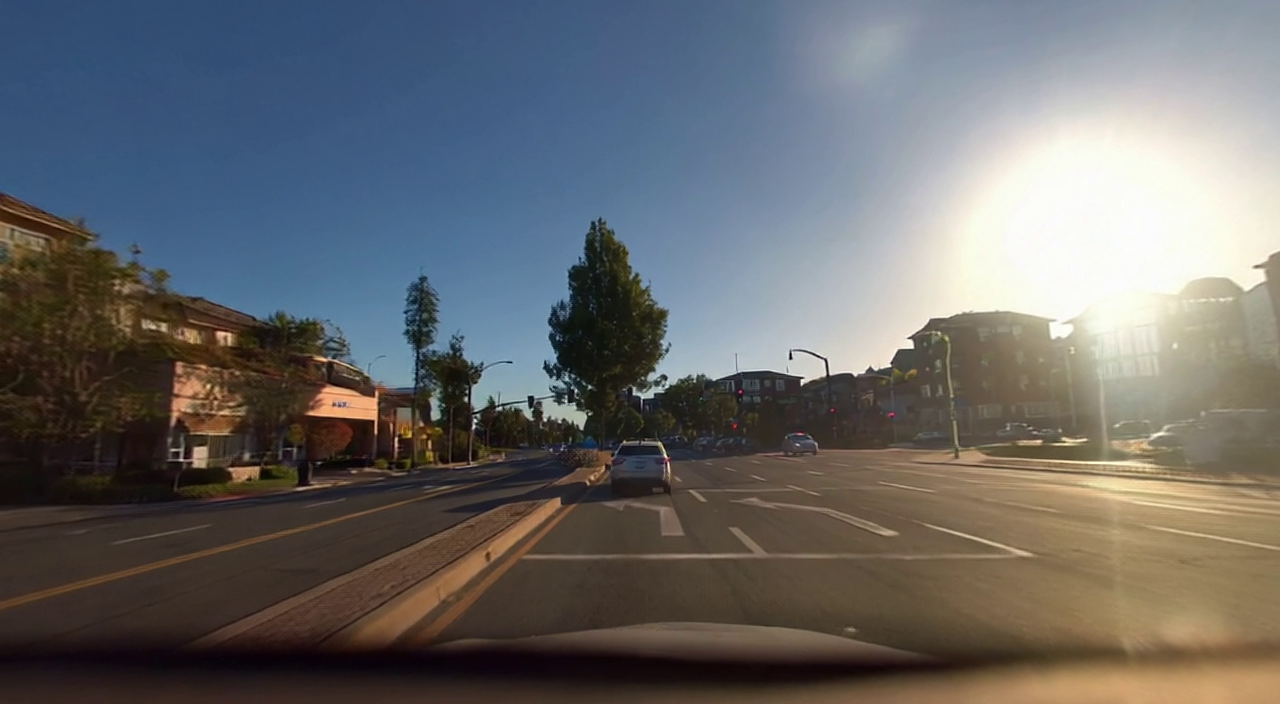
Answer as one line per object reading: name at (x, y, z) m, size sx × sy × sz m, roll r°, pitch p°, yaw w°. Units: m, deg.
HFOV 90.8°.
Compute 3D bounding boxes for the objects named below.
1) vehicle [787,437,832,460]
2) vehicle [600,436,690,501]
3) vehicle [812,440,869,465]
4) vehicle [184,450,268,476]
vehicle at (13.294, 7.597, 49.864) m, size 1.981 × 1.746 × 5.375 m, roll 0°, pitch -8°, yaw 0°
vehicle at (0.083, 2.972, 16.521) m, size 2.064 × 1.477 × 3.968 m, roll 0°, pitch -8°, yaw -1°
vehicle at (12.757, 6.405, 40.470) m, size 2.059 × 1.482 × 4.568 m, roll 0°, pitch -8°, yaw -1°
vehicle at (-31.403, 8.396, 48.026) m, size 2.114 × 1.809 × 4.758 m, roll -6°, pitch -11°, yaw 37°
